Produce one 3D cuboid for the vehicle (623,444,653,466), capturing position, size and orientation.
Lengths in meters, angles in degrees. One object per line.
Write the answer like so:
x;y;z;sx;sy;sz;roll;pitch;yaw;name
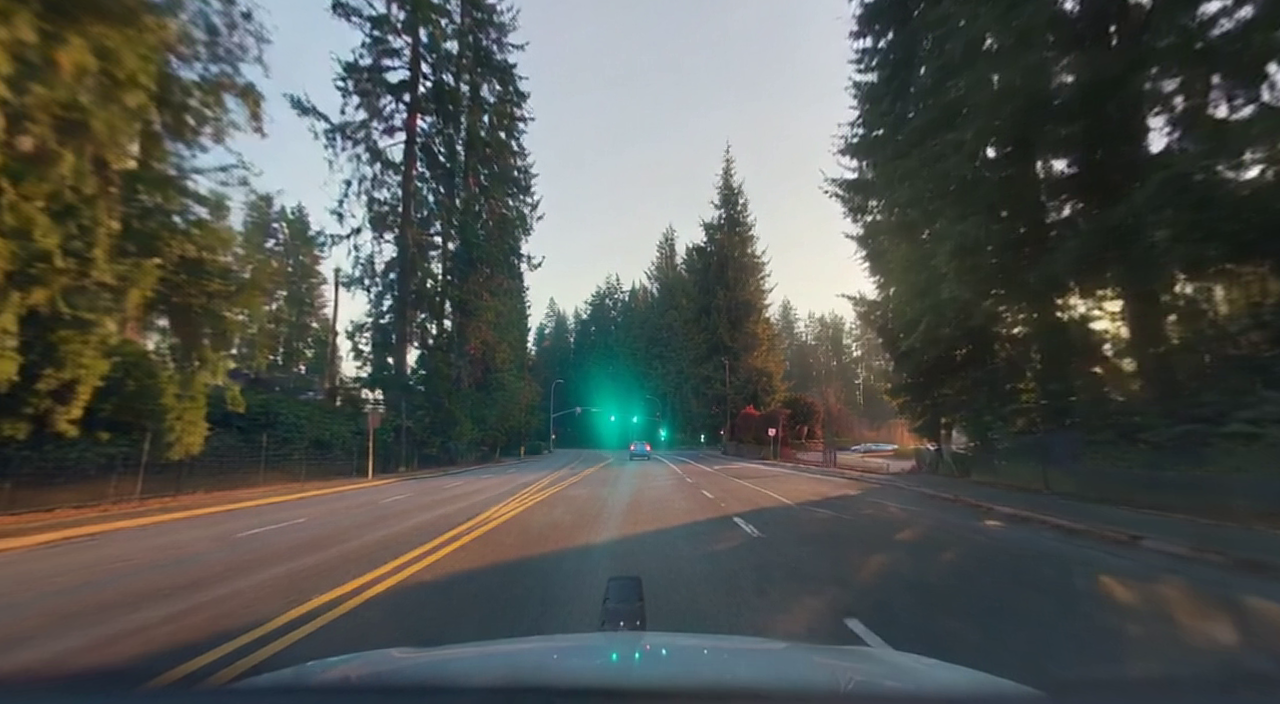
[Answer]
-0.113;7.282;44.669;2.042;1.489;3.963;0;-9;1;vehicle
